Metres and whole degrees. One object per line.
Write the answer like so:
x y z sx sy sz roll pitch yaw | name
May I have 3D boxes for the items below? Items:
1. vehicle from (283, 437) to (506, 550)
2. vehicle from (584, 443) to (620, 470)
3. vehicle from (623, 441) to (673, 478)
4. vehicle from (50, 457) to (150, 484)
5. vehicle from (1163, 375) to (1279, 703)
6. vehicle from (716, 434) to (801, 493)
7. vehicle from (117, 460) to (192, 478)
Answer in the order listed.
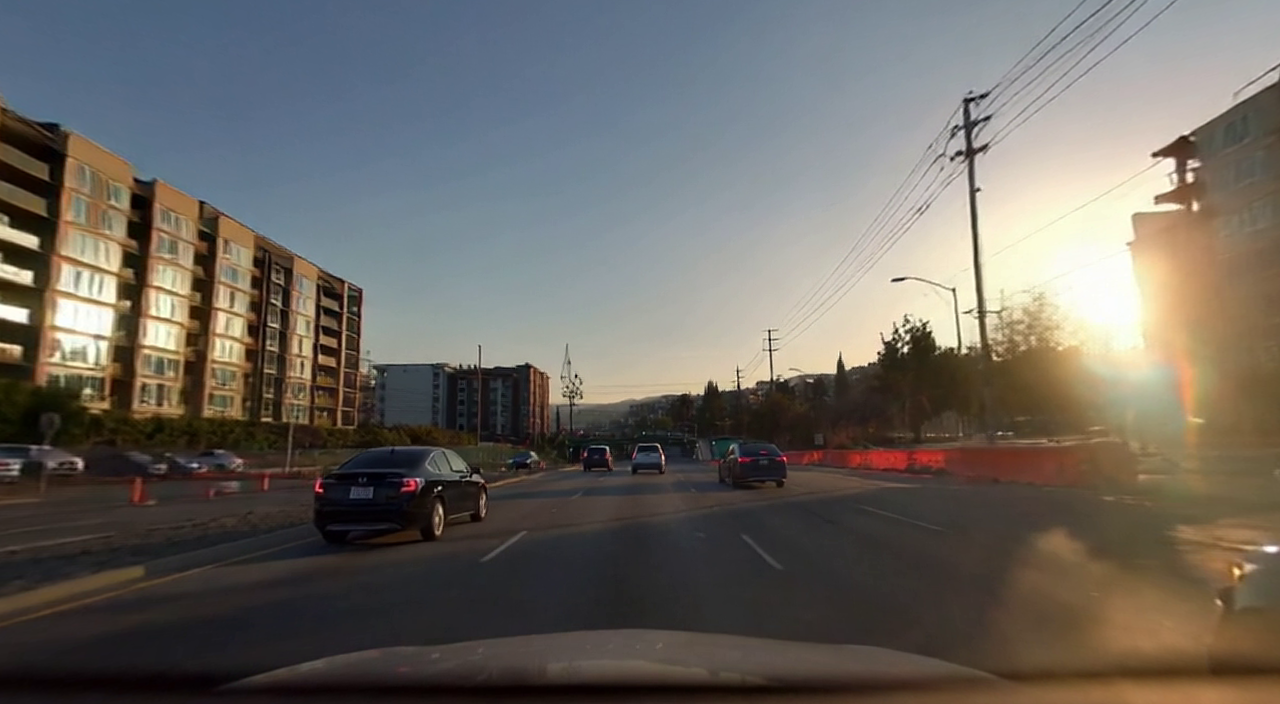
-3.682 2.177 10.476 1.968 1.473 4.209 0 -8 0 | vehicle
-2.696 7.518 45.506 2.190 1.832 4.417 0 -8 1 | vehicle
0.388 5.267 31.269 2.291 1.714 4.217 0 -8 1 | vehicle
-35.892 7.873 42.099 4.614 1.668 2.011 1 -9 -7 | vehicle
3.439 0.662 0.870 1.975 1.598 4.025 0 -9 1 | vehicle
3.871 3.721 21.441 2.029 1.797 4.218 0 -8 -1 | vehicle
-36.536 8.786 47.602 4.090 1.271 1.813 0 -8 -2 | vehicle
